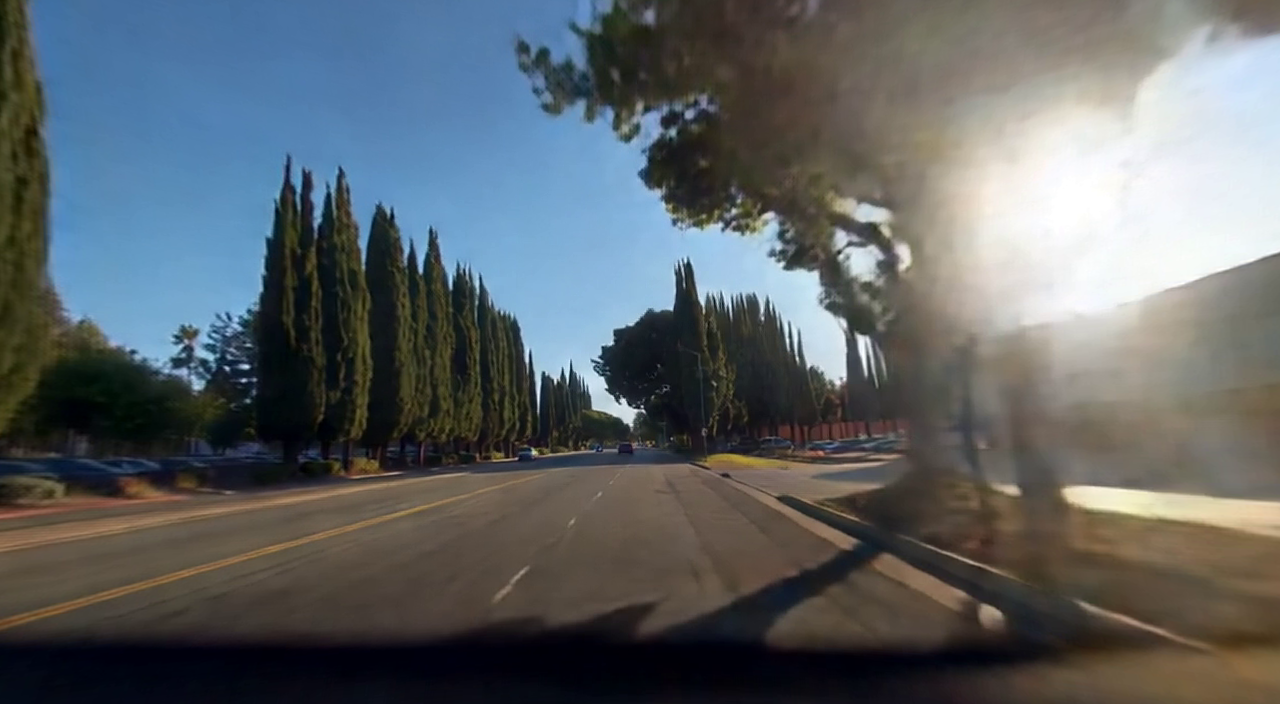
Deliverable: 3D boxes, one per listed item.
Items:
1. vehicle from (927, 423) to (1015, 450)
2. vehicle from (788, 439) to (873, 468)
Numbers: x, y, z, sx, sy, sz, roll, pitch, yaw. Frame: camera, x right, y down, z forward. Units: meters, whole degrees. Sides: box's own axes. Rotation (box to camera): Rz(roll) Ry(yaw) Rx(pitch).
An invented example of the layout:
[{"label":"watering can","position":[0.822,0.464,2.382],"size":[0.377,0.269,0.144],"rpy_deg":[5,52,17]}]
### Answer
[{"label":"vehicle","position":[22.769,5.831,43.507],"size":[4.759,1.564,2.117],"rpy_deg":[-3,-7,0]},{"label":"vehicle","position":[11.225,6.040,37.393],"size":[4.361,1.462,1.857],"rpy_deg":[-3,-11,1]}]
